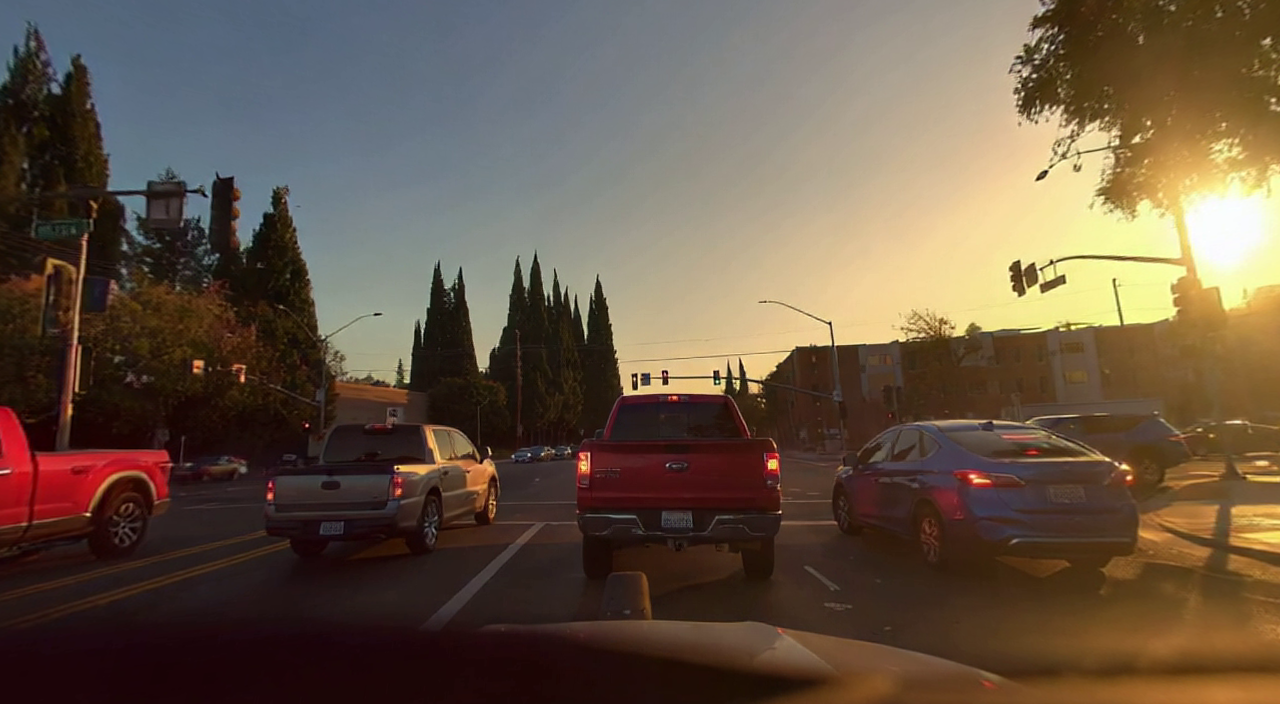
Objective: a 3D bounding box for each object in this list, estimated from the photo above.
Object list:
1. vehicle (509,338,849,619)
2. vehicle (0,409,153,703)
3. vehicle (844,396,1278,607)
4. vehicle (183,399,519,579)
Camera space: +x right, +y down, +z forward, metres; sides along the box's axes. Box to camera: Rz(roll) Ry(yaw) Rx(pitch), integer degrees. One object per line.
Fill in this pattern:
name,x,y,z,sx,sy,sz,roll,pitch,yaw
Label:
vehicle,0.328,1.273,7.148,2.505,2.084,4.768,0,-8,1
vehicle,-3.390,0.708,0.657,1.998,1.481,4.656,0,-8,1
vehicle,4.043,1.500,7.186,1.984,1.659,4.226,0,-8,0
vehicle,-3.300,1.685,8.581,2.125,1.739,4.707,0,-8,3
